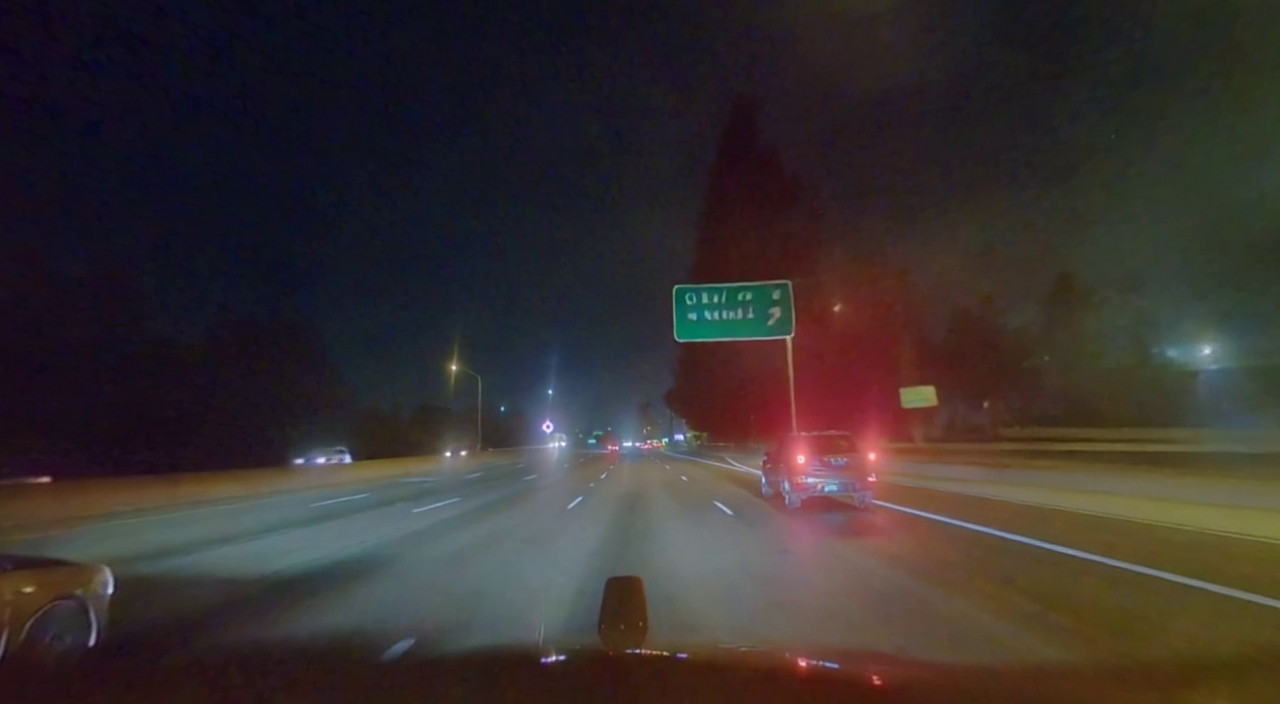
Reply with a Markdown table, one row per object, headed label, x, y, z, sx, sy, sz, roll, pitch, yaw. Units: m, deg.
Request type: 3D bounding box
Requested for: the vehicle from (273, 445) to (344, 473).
| label | x | y | z | sx | sy | sz | roll | pitch | yaw |
| --- | --- | --- | --- | --- | --- | --- | --- | --- | --- |
| vehicle | -23.539 | 7.591 | 45.067 | 1.999 | 1.811 | 5.381 | -1 | -9 | 2 |
